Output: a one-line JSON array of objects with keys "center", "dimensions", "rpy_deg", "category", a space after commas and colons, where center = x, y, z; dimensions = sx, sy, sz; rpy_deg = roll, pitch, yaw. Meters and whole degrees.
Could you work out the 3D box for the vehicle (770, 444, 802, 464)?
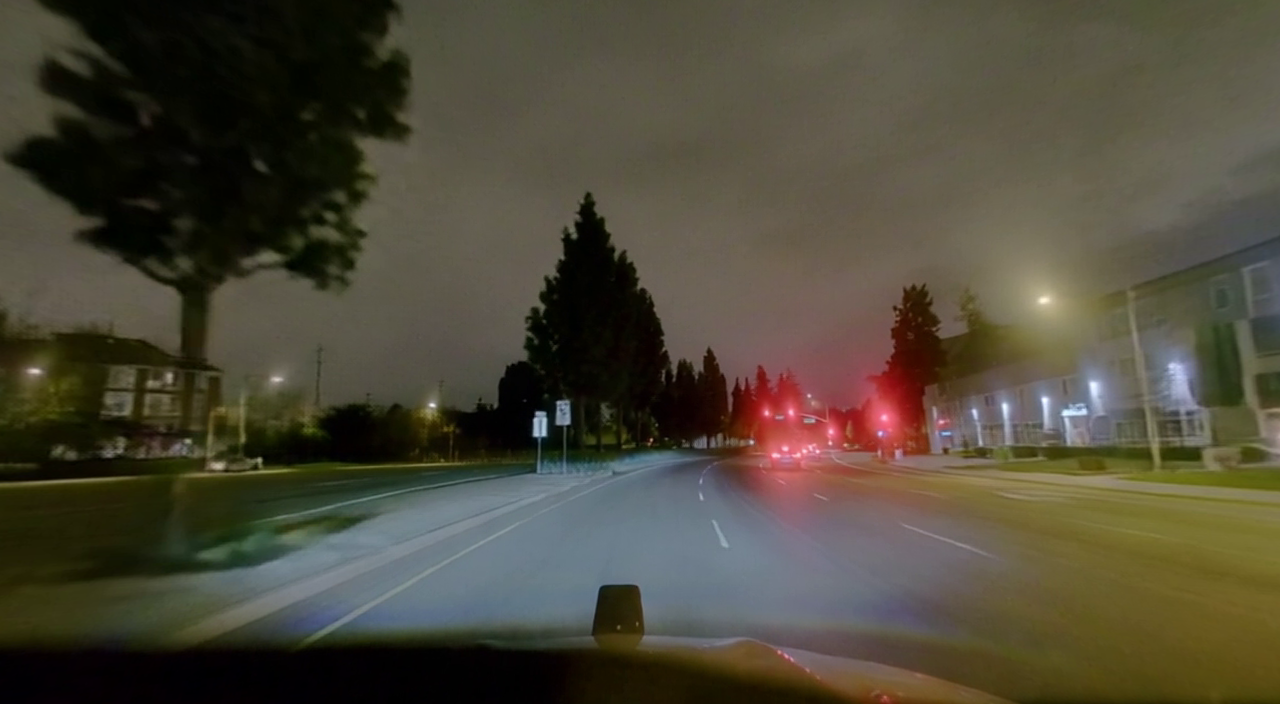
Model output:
[{"center": [11.019, 7.709, 47.957], "dimensions": [1.988, 1.460, 3.996], "rpy_deg": [-1, -9, 8], "category": "vehicle"}]
